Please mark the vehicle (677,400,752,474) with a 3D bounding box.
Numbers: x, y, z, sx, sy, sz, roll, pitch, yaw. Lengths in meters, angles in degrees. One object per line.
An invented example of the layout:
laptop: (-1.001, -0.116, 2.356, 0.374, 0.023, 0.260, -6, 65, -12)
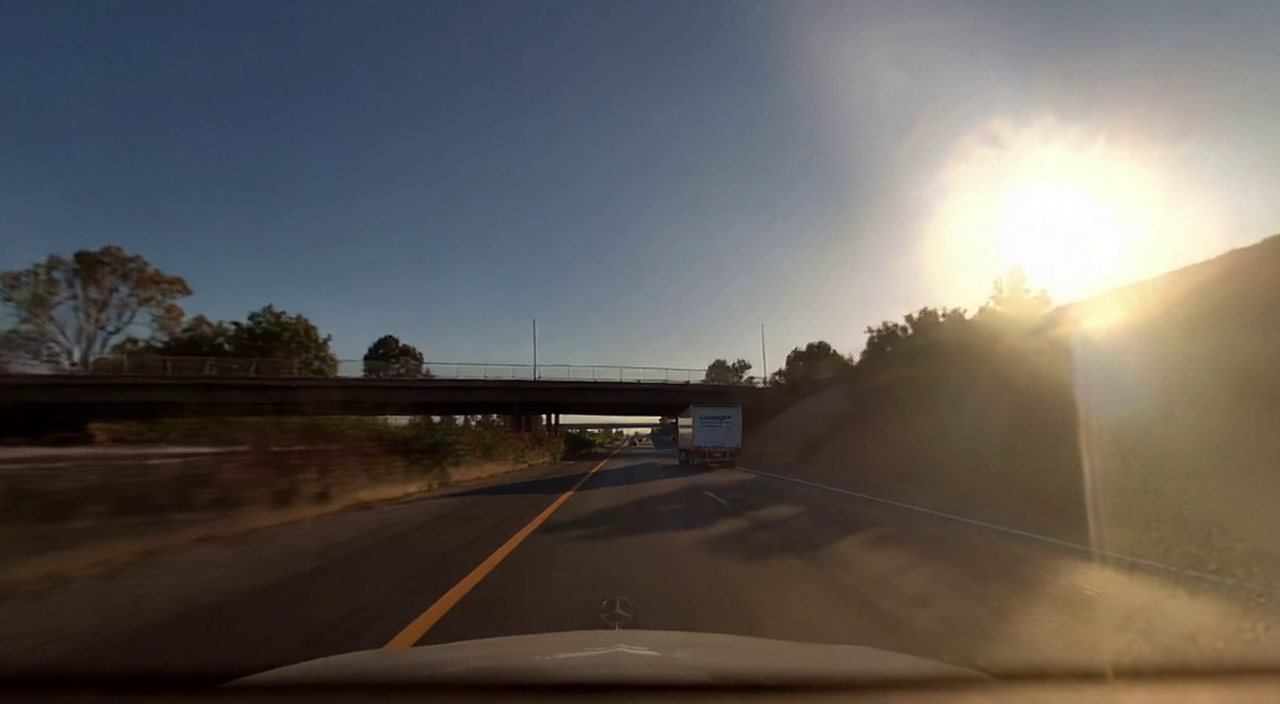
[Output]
vehicle: (3.480, 4.225, 31.192, 2.702, 3.193, 7.196, -1, -8, -1)
